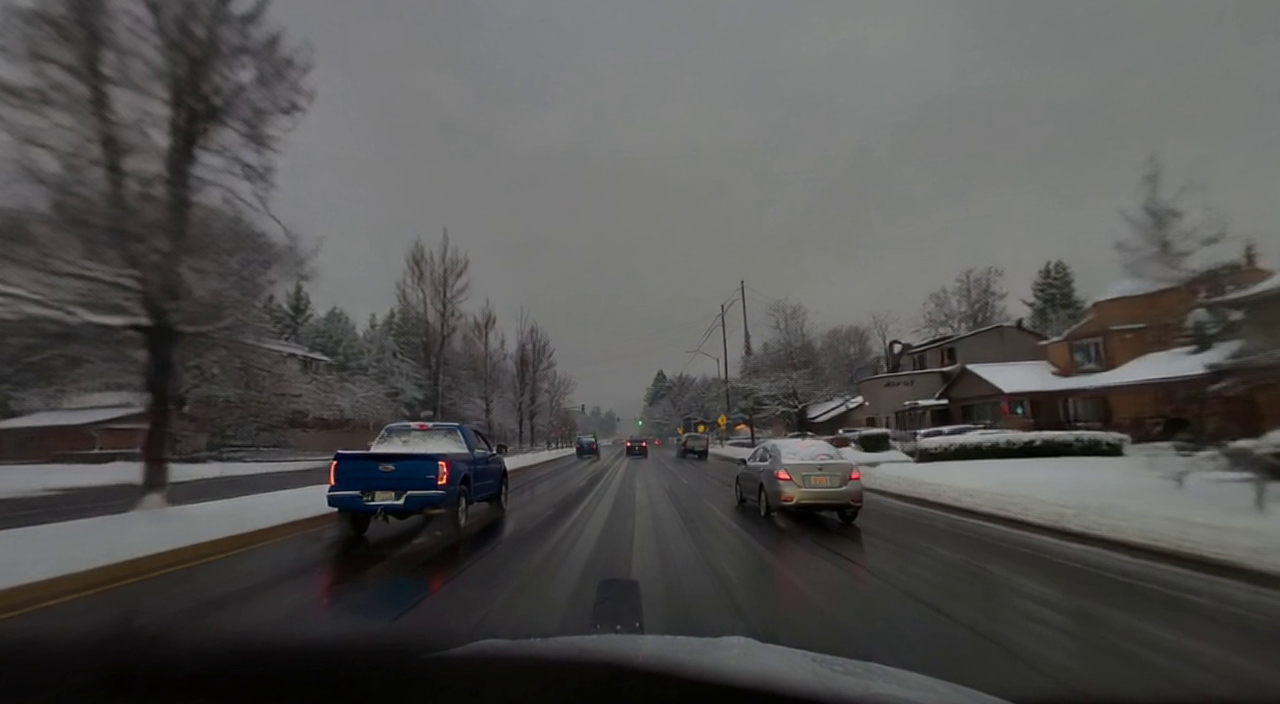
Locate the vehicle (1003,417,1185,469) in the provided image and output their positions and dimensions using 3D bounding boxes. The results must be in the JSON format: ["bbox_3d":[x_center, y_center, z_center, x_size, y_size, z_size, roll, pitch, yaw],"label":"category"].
[{"bbox_3d":[15.245,3.100,21.472,4.530,1.661,2.015,-1,-8,3],"label":"vehicle"}]

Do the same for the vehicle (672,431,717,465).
[{"bbox_3d":[3.090,5.549,36.649,2.099,1.845,4.363,0,-8,-2],"label":"vehicle"}]

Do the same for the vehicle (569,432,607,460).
[{"bbox_3d":[-3.525,6.549,43.873,2.218,1.829,4.492,0,-8,0],"label":"vehicle"}]

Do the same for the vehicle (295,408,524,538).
[{"bbox_3d":[-3.614,2.026,11.269,2.111,1.745,5.274,0,-8,0],"label":"vehicle"}]

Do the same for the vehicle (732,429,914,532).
[{"bbox_3d":[2.945,2.162,11.250,1.884,1.463,4.195,0,-8,-1],"label":"vehicle"}]

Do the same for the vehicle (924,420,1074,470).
[{"bbox_3d":[13.977,3.655,24.825,4.647,1.841,2.009,0,-8,-2],"label":"vehicle"}]
